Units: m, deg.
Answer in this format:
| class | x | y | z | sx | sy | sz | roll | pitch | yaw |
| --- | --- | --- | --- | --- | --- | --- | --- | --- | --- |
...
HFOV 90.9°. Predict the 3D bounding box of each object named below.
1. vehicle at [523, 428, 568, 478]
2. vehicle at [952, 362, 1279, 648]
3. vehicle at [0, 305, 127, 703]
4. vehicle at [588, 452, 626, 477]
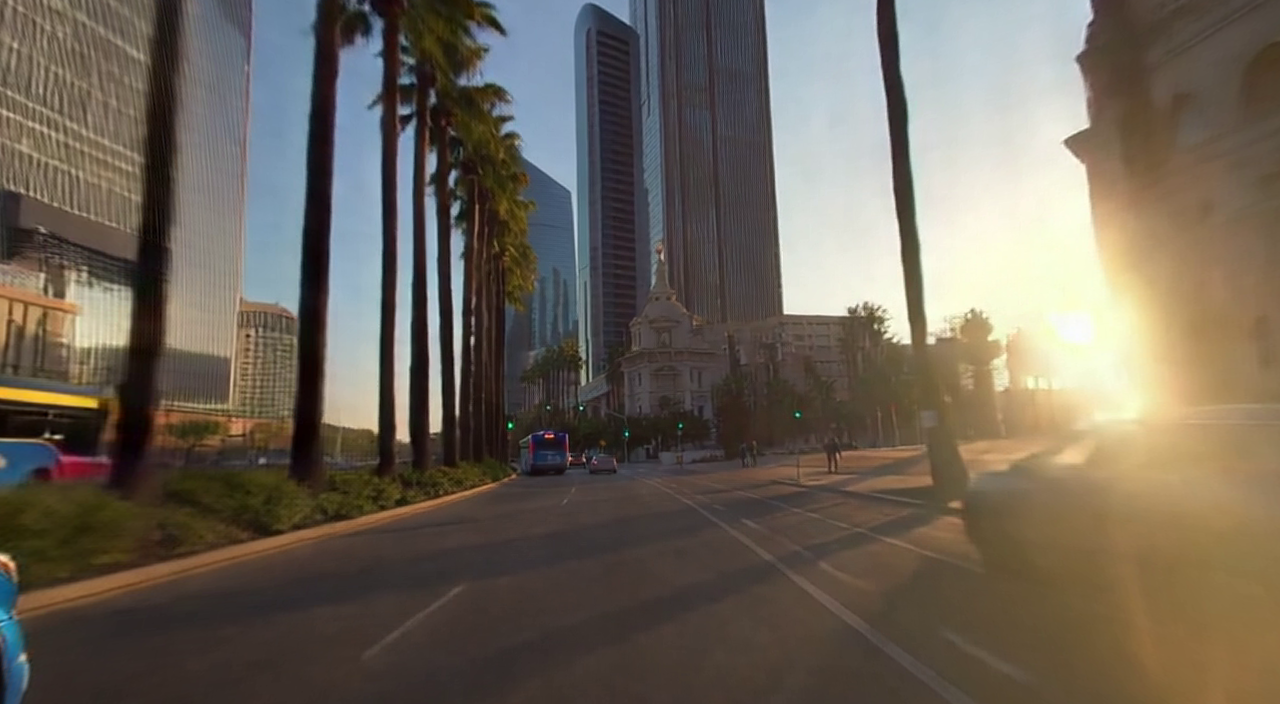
| class | x | y | z | sx | sy | sz | roll | pitch | yaw |
| --- | --- | --- | --- | --- | --- | --- | --- | --- | --- |
| vehicle | -6.434 | 7.006 | 43.671 | 2.678 | 3.042 | 8.474 | 1 | -9 | -7 |
| vehicle | 5.250 | 1.197 | 5.311 | 2.212 | 1.854 | 5.419 | 1 | -9 | -3 |
| vehicle | -3.409 | 0.442 | 0.350 | 2.120 | 1.826 | 4.737 | 0 | -9 | 1 |
| vehicle | -2.185 | 7.204 | 40.559 | 2.107 | 1.481 | 4.097 | 2 | -9 | -8 |
